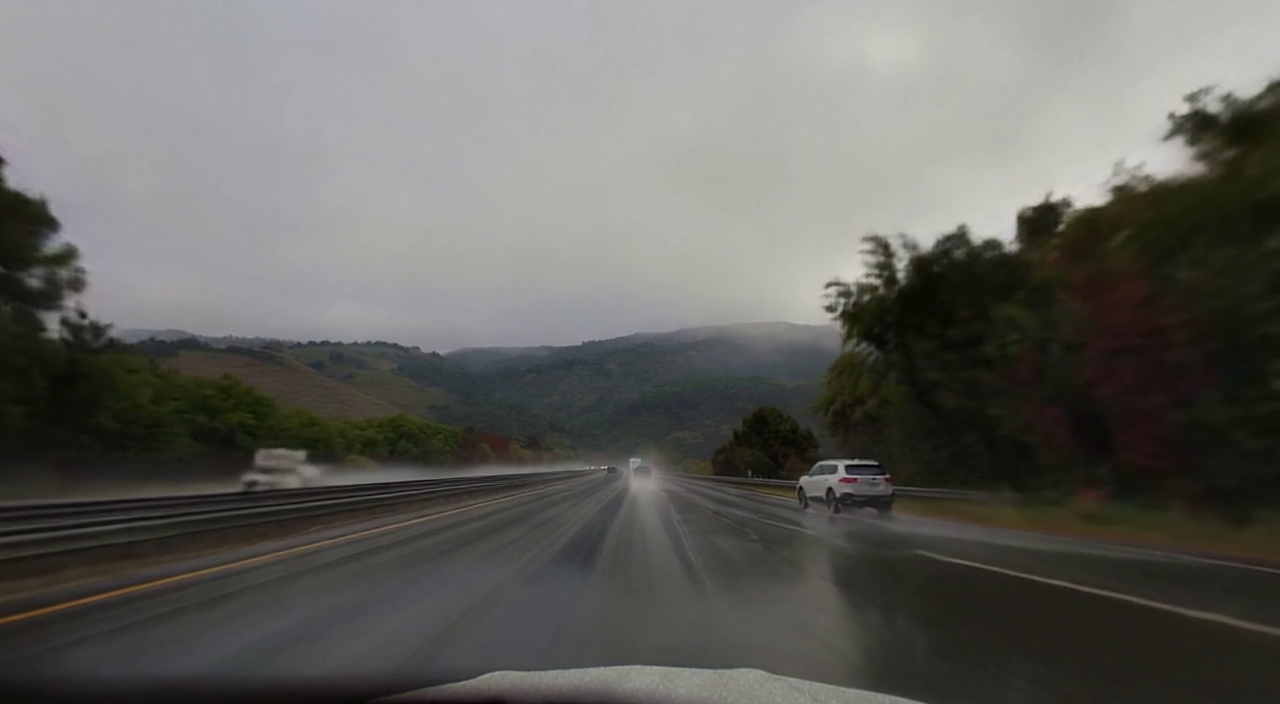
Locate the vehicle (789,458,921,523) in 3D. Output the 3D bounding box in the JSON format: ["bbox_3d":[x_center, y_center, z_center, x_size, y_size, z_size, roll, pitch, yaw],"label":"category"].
[{"bbox_3d":[6.585,4.308,19.963,2.089,1.770,4.571,2,-11,-7],"label":"vehicle"}]

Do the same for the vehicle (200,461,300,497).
[{"bbox_3d":[-17.293,5.656,28.209,1.852,1.416,3.987,0,-11,1],"label":"vehicle"}]
